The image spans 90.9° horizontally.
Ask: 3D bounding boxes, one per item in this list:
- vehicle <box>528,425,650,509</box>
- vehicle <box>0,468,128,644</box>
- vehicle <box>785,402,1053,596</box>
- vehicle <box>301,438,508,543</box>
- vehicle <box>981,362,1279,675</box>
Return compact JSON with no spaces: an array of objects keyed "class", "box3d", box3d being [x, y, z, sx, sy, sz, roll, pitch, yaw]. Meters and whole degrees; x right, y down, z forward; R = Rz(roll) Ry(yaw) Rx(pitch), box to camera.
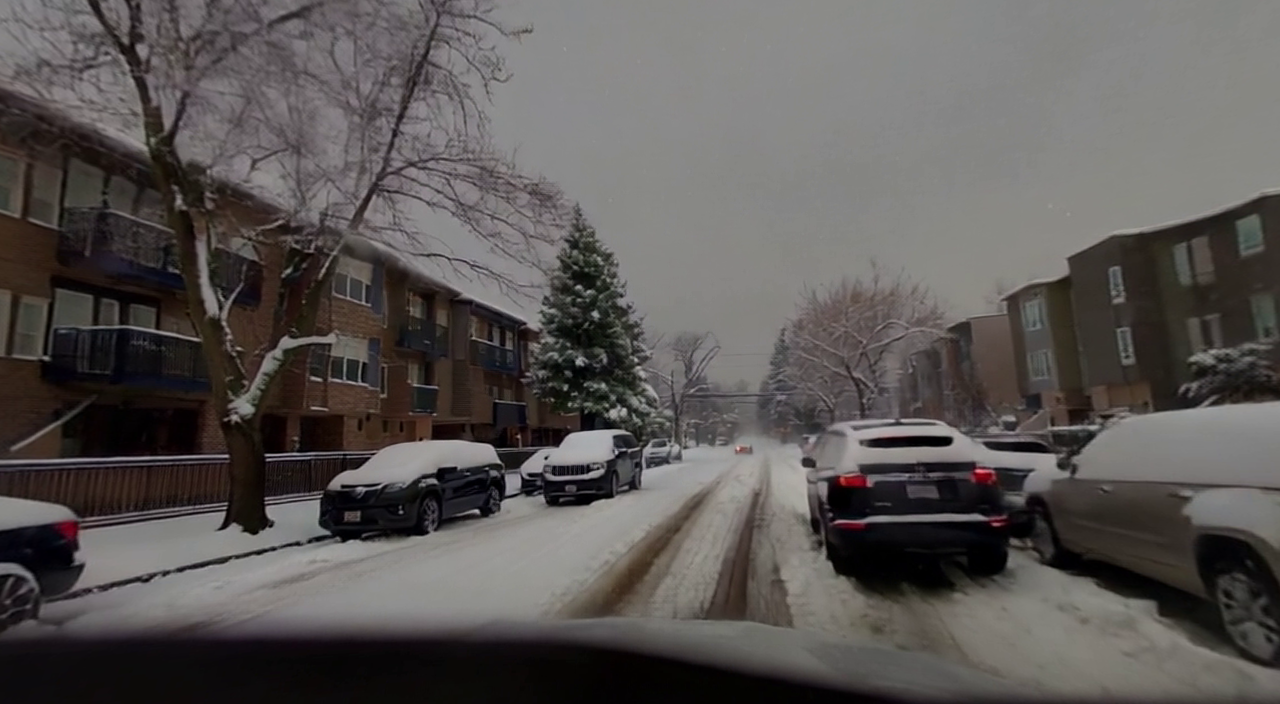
[{"class":"vehicle","box3d":[-1.268,3.250,18.326,2.197,2.047,4.985,-2,-9,11]},{"class":"vehicle","box3d":[-6.539,1.639,4.463,1.859,1.432,4.315,-2,-8,8]},{"class":"vehicle","box3d":[3.125,1.714,8.411,2.055,1.717,5.172,-2,-8,11]},{"class":"vehicle","box3d":[-4.592,2.735,13.243,2.002,1.774,4.568,-2,-8,9]},{"class":"vehicle","box3d":[4.992,1.187,5.201,2.082,1.799,5.207,-2,-8,8]}]
